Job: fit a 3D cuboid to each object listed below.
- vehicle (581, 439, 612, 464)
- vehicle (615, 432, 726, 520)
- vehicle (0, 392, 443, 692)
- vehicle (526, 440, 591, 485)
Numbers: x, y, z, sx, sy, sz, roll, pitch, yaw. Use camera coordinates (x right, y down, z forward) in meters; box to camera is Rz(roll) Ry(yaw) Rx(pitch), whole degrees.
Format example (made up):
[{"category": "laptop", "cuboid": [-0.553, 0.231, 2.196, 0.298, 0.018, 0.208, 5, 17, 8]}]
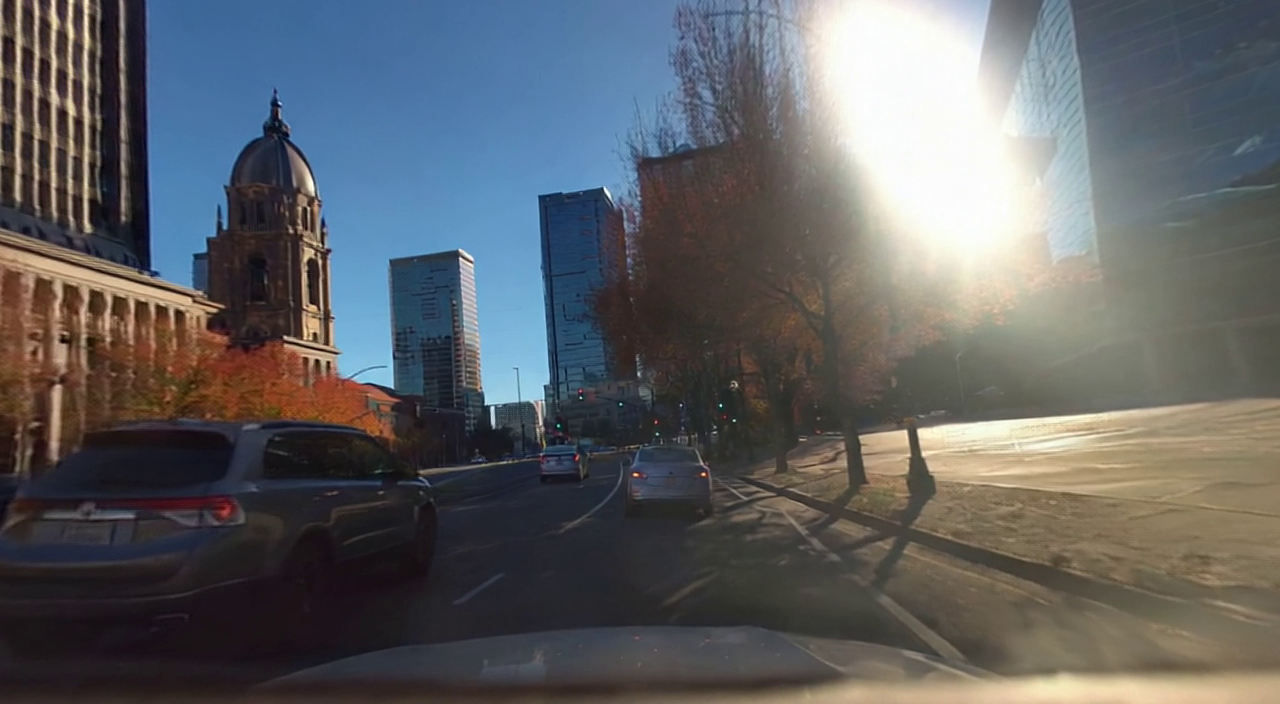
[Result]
[{"category": "vehicle", "cuboid": [-3.179, 7.354, 46.785, 1.969, 1.764, 4.160, 0, -9, 0]}, {"category": "vehicle", "cuboid": [0.482, 2.444, 12.905, 1.933, 1.504, 3.802, 0, -9, -1]}, {"category": "vehicle", "cuboid": [-3.238, 1.326, 5.404, 1.848, 1.641, 3.686, 0, -9, 1]}, {"category": "vehicle", "cuboid": [-3.009, 4.166, 24.074, 1.961, 1.517, 4.202, 0, -9, -1]}]
